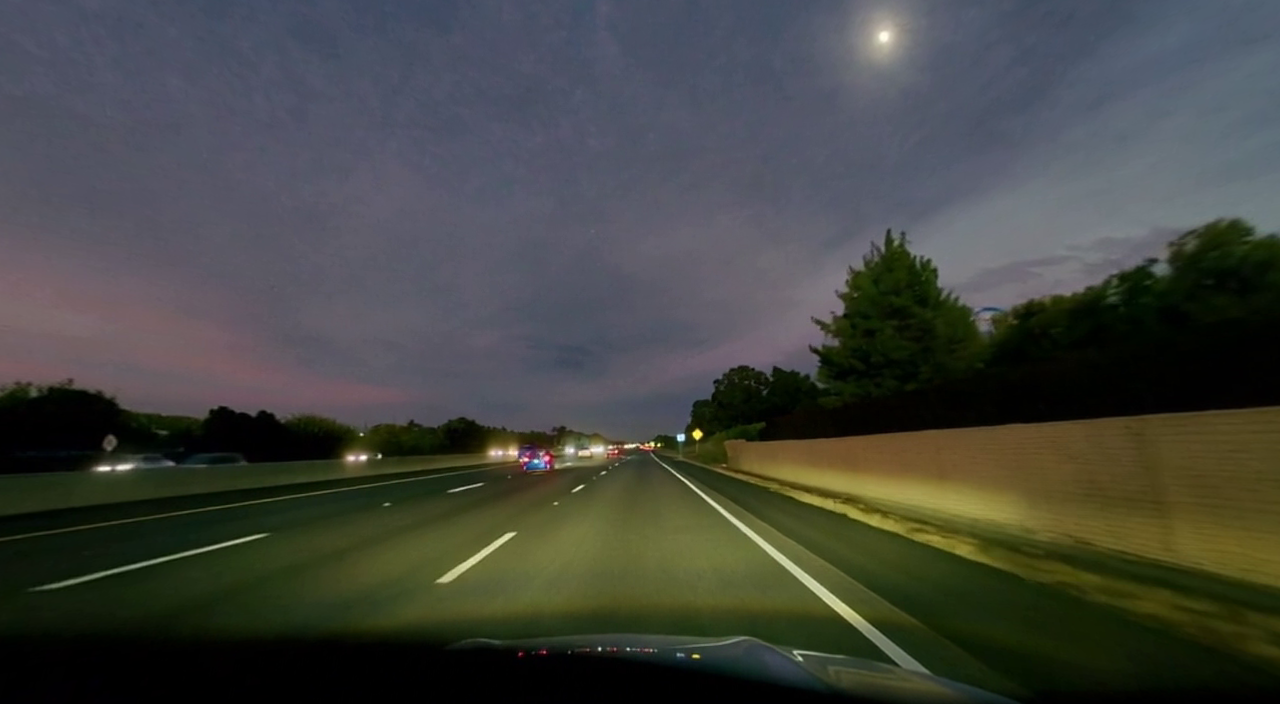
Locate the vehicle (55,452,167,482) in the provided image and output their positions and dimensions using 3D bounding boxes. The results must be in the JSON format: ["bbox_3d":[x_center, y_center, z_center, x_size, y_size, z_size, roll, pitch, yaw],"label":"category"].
[{"bbox_3d":[-31.592,6.835,37.905,2.112,1.614,5.219,0,-8,2],"label":"vehicle"}]

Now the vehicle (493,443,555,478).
[{"bbox_3d":[-5.405,5.099,30.033,2.081,1.514,4.943,0,-8,0],"label":"vehicle"}]

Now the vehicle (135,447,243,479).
[{"bbox_3d":[-24.056,5.897,33.942,1.912,1.541,5.158,0,-8,1],"label":"vehicle"}]
